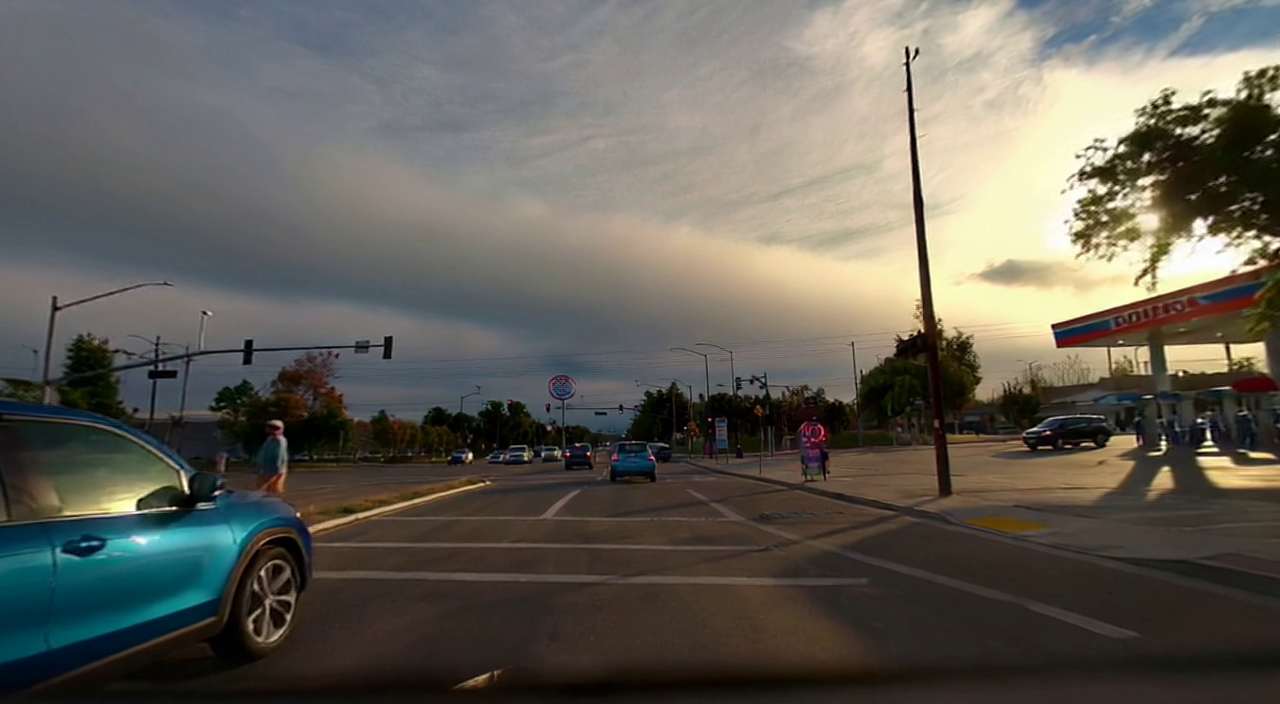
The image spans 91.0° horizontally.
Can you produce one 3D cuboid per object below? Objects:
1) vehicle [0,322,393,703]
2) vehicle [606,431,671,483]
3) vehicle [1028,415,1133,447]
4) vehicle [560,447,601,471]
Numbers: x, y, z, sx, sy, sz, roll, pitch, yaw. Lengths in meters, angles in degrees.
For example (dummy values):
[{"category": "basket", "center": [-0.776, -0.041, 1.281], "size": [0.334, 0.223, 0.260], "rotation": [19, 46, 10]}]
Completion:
[{"category": "vehicle", "center": [-3.183, 0.900, 2.786], "size": [2.247, 1.734, 4.919], "rotation": [0, -8, -1]}, {"category": "vehicle", "center": [-0.119, 4.569, 27.722], "size": [2.552, 1.999, 5.498], "rotation": [0, -8, -1]}, {"category": "vehicle", "center": [28.108, 5.068, 40.257], "size": [5.102, 1.893, 2.120], "rotation": [0, -9, -1]}, {"category": "vehicle", "center": [-3.866, 6.994, 41.488], "size": [2.192, 1.458, 4.594], "rotation": [0, -8, 1]}]
